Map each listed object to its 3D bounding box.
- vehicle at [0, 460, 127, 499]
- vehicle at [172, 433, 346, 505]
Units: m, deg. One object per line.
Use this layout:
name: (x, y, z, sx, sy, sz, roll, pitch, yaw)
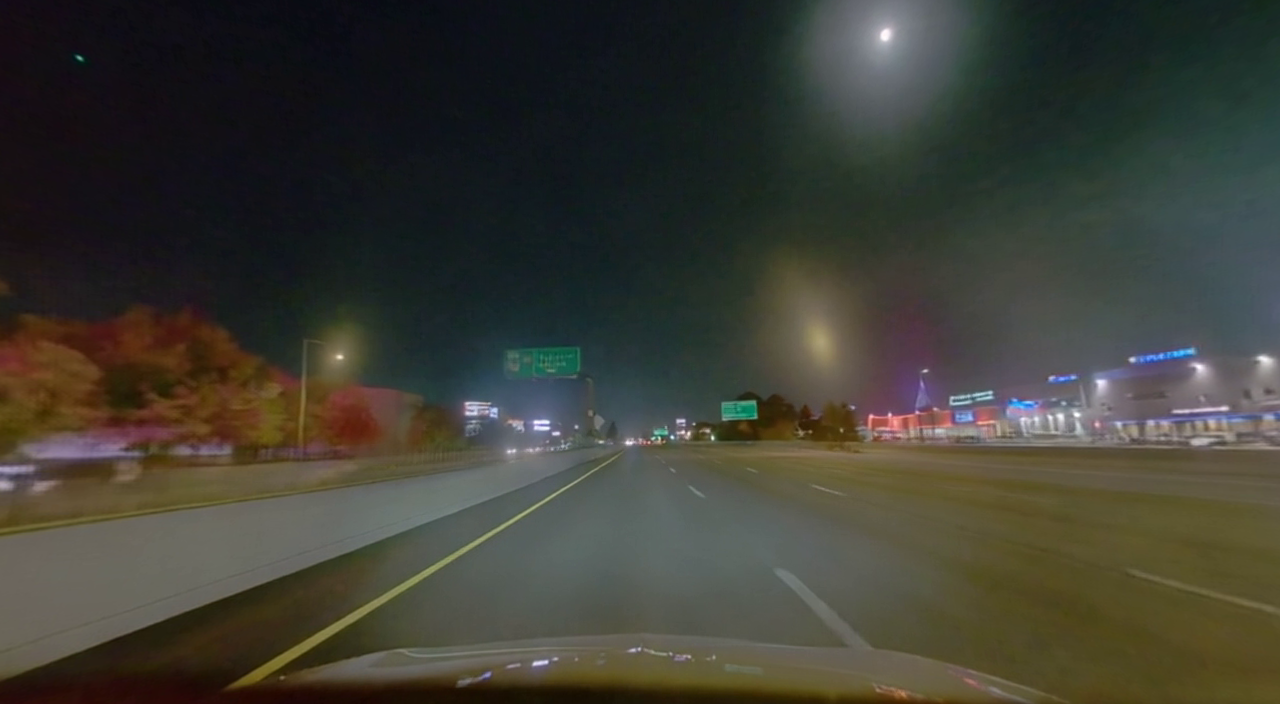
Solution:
vehicle: (-26.182, 5.678, 28.522, 1.959, 1.476, 4.795, 0, -8, -1)
vehicle: (-11.458, 3.536, 19.548, 2.171, 1.915, 5.048, 0, -8, 0)
